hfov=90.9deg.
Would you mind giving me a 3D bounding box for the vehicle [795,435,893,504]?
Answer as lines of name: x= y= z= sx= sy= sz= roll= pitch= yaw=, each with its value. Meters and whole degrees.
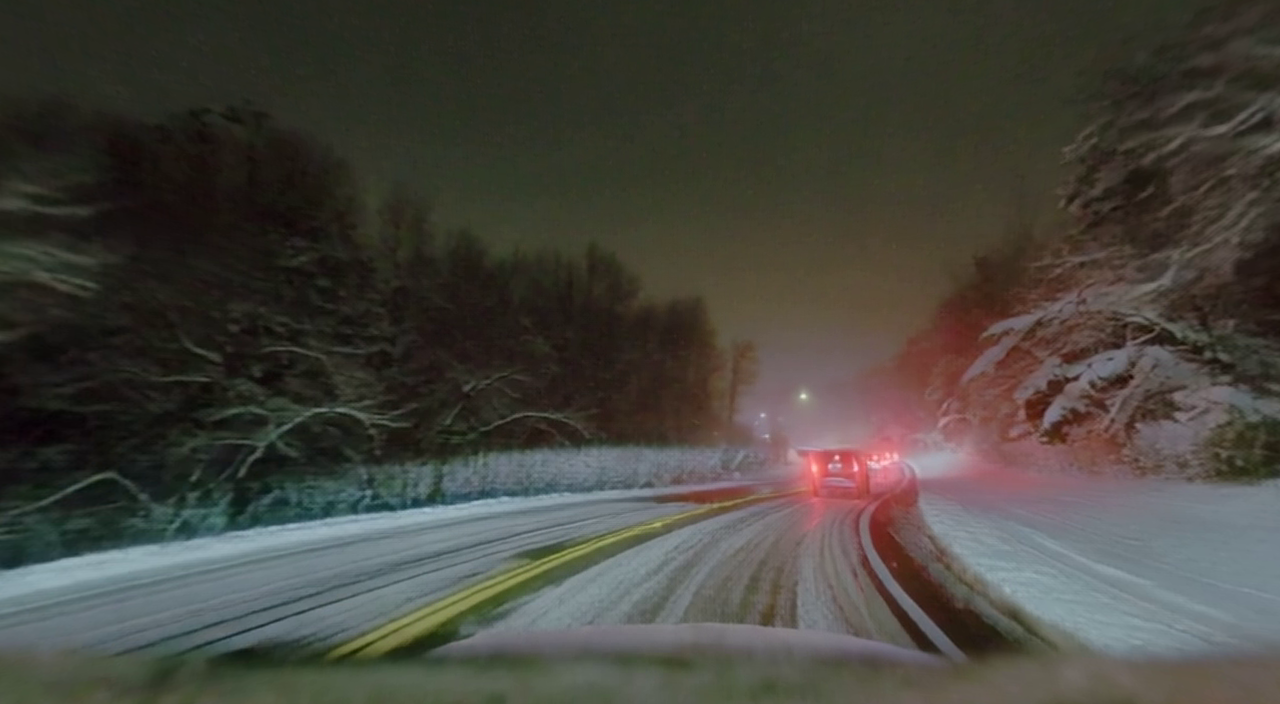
vehicle: x=7.092 y=3.860 z=21.396 sx=2.500 sy=1.961 sz=5.637 roll=-4 pitch=-9 yaw=24
